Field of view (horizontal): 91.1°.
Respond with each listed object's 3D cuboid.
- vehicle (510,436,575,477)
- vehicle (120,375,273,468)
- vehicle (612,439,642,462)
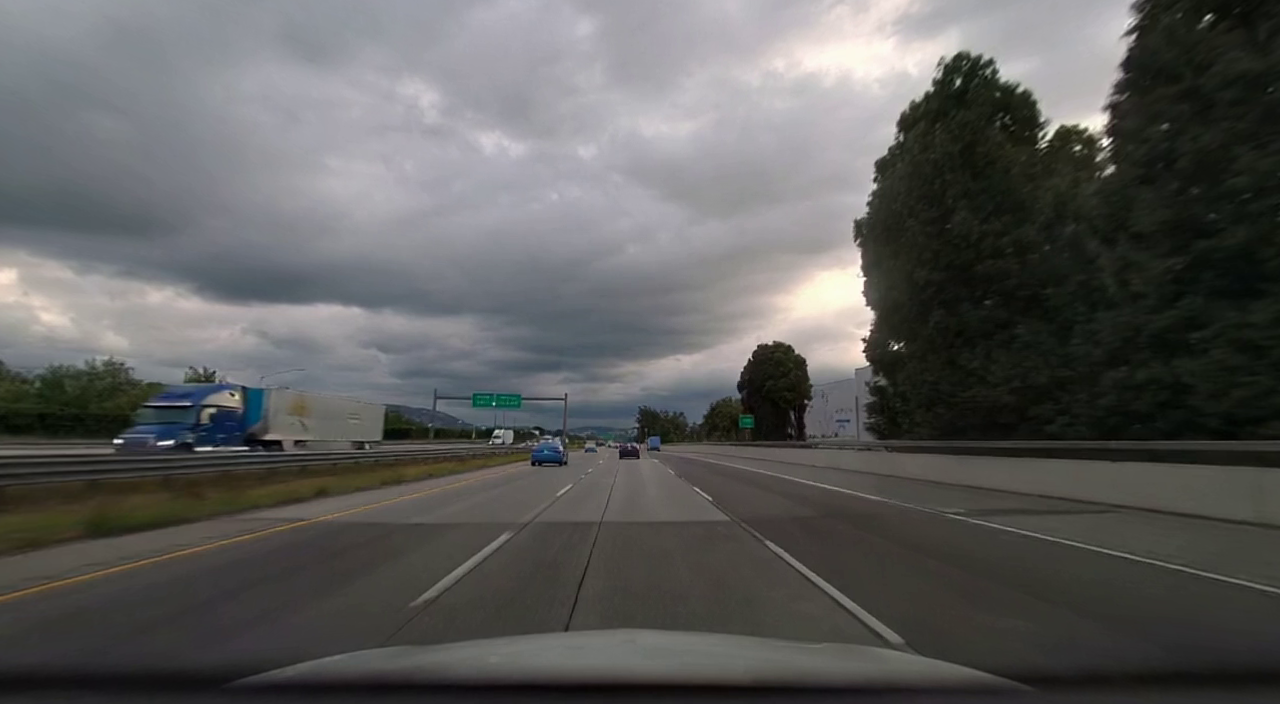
[{"bbox_3d":[-4.229,4.616,28.039,2.271,1.626,4.463,0,-8,-1],"label":"vehicle"},{"bbox_3d":[-21.106,3.438,30.417,3.036,3.998,5.938,0,-8,-2],"label":"vehicle"},{"bbox_3d":[-1.084,7.547,48.285,2.196,1.699,4.499,0,-8,-2],"label":"vehicle"}]
